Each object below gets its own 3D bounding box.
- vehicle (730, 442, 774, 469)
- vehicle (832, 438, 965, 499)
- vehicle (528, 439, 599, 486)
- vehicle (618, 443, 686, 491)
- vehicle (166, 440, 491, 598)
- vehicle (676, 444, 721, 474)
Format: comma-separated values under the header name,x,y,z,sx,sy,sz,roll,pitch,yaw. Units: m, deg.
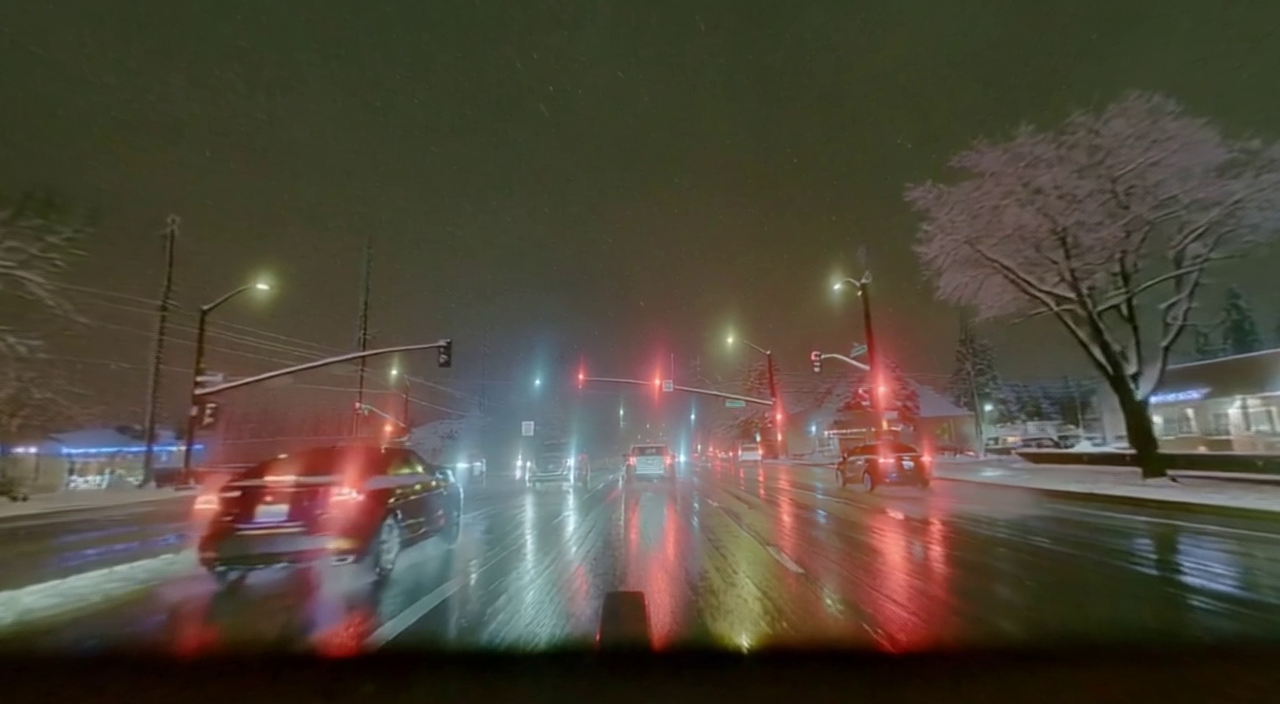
name,x,y,z,sx,sy,sz,roll,pitch,yaw
vehicle,7.393,6.851,41.927,2.044,1.701,4.397,0,-8,-1
vehicle,7.165,3.242,18.057,1.892,1.515,4.400,0,-8,0
vehicle,-2.916,4.319,25.032,2.219,1.699,4.090,0,-8,1
vehicle,0.366,3.851,21.456,2.096,1.473,3.893,0,-8,0
vehicle,-3.489,1.911,8.235,1.938,1.472,4.399,0,-8,1
vehicle,3.049,5.713,33.880,1.988,1.528,4.144,0,-8,0
